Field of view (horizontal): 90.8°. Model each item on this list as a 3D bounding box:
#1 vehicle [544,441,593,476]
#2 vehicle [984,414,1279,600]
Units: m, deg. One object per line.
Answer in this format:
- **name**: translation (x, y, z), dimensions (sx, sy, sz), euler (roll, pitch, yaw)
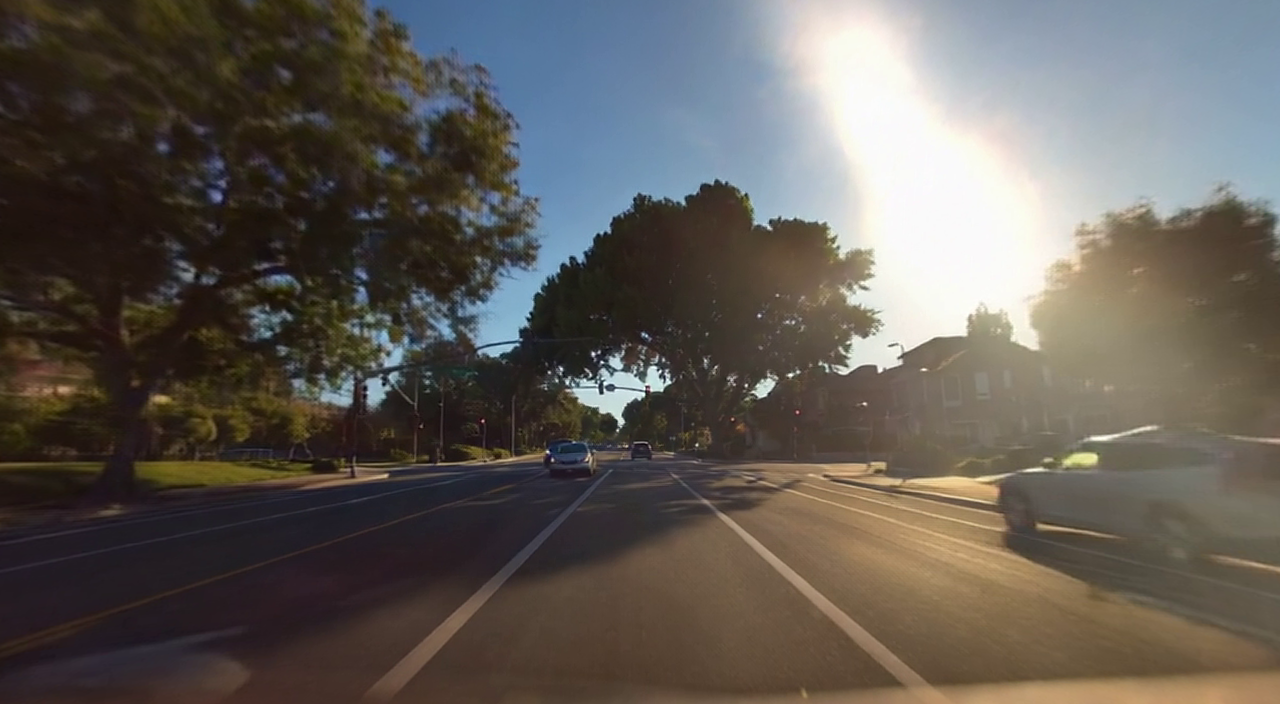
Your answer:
- **vehicle**: translation (-3.331, 5.051, 30.275), dimensions (1.915, 1.553, 3.846), euler (0, -8, 0)
- **vehicle**: translation (7.235, 1.868, 8.653), dimensions (2.132, 1.793, 5.003), euler (0, -8, -1)
